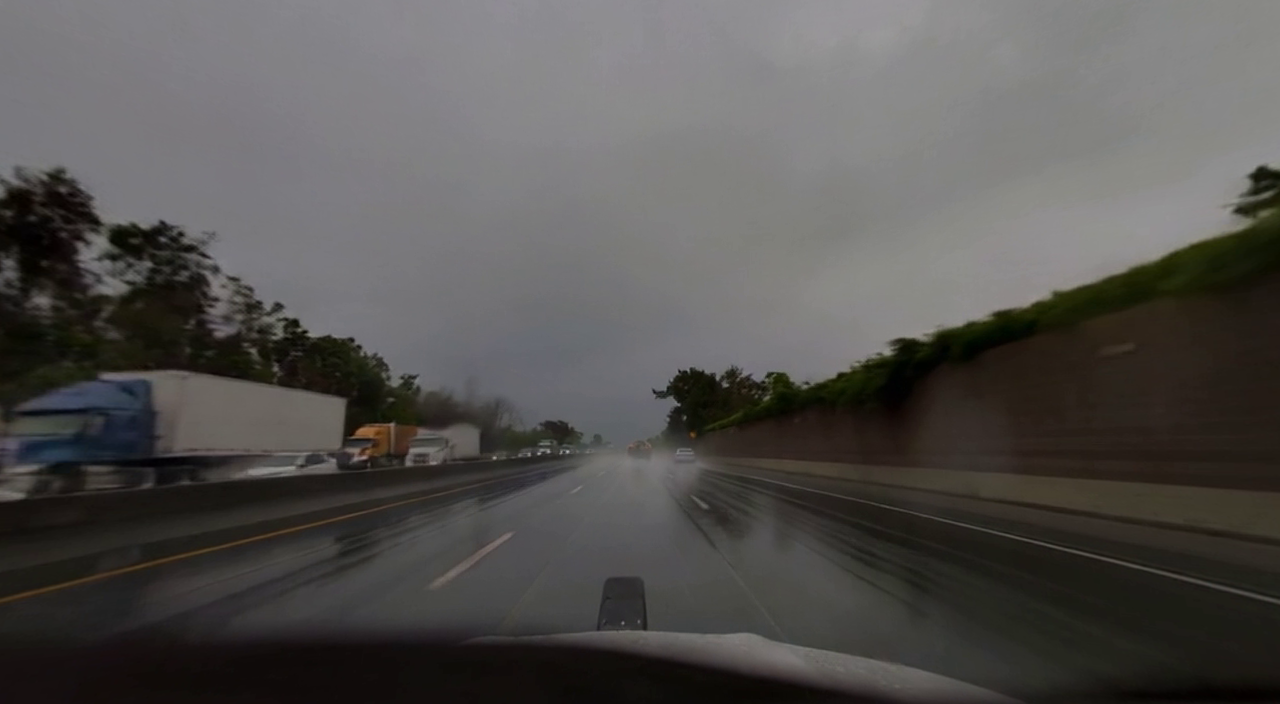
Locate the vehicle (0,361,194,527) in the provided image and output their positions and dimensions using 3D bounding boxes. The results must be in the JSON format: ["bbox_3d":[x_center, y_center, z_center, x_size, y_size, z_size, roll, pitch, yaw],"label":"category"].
[{"bbox_3d":[-16.320,2.592,17.788,2.963,3.892,5.814,0,-9,0],"label":"vehicle"}]

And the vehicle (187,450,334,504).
[{"bbox_3d":[-11.711,3.850,19.870,1.955,1.460,4.296,0,-9,0],"label":"vehicle"}]

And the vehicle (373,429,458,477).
[{"bbox_3d":[-11.570,5.293,33.057,2.282,2.273,5.443,0,-9,2],"label":"vehicle"}]
